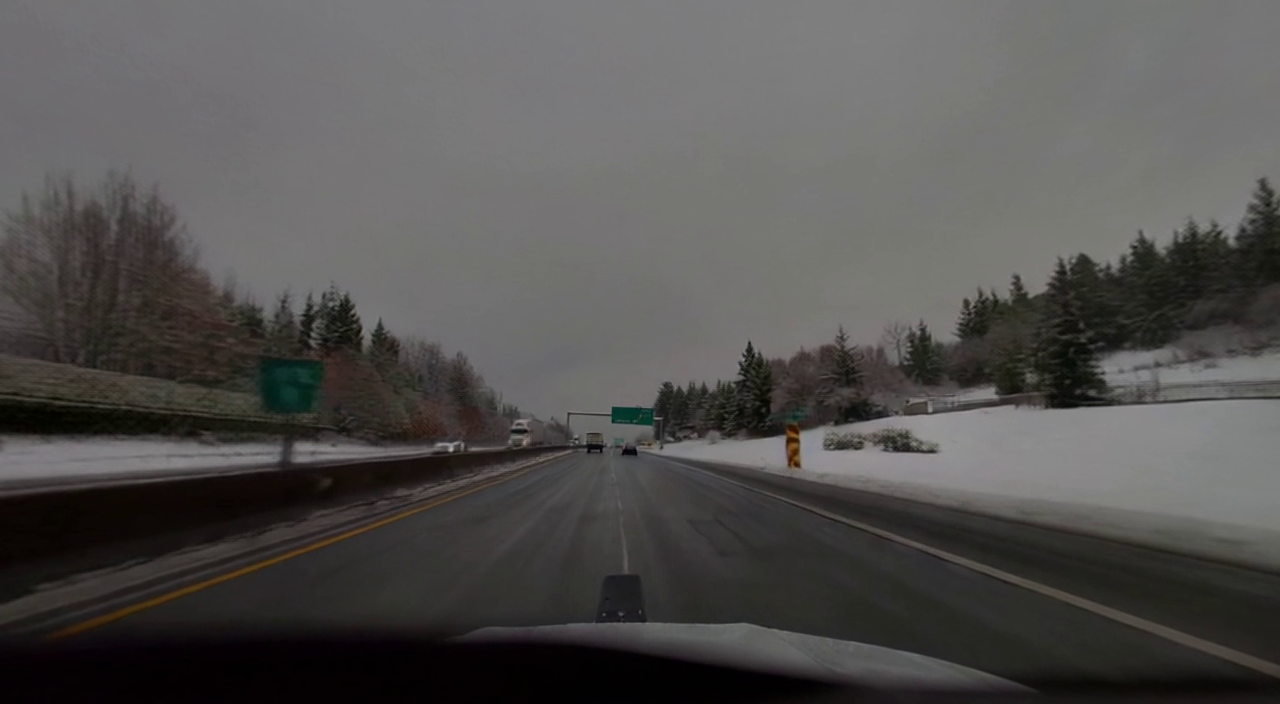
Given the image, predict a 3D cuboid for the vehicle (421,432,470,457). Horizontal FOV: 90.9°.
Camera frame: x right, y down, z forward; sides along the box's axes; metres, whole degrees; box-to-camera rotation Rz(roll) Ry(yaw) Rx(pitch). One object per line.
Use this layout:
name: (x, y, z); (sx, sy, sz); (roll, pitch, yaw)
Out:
vehicle: (-13.319, 6.362, 43.435); (1.984, 1.639, 4.528); (0, -8, -1)
